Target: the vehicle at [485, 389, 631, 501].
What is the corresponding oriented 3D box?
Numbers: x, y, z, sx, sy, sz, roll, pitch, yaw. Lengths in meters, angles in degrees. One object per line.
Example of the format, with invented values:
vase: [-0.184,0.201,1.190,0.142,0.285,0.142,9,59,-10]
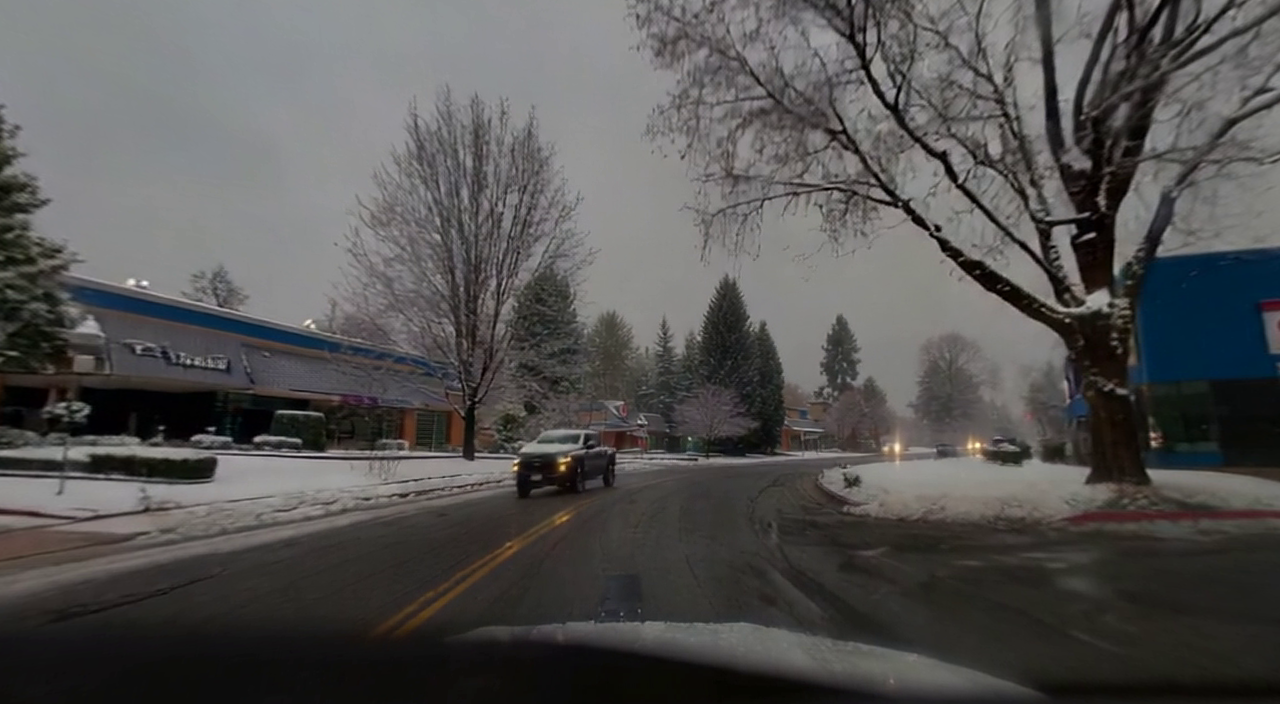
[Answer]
vehicle: [-2.207,2.924,19.966,2.489,2.884,6.940,-2,-9,11]
